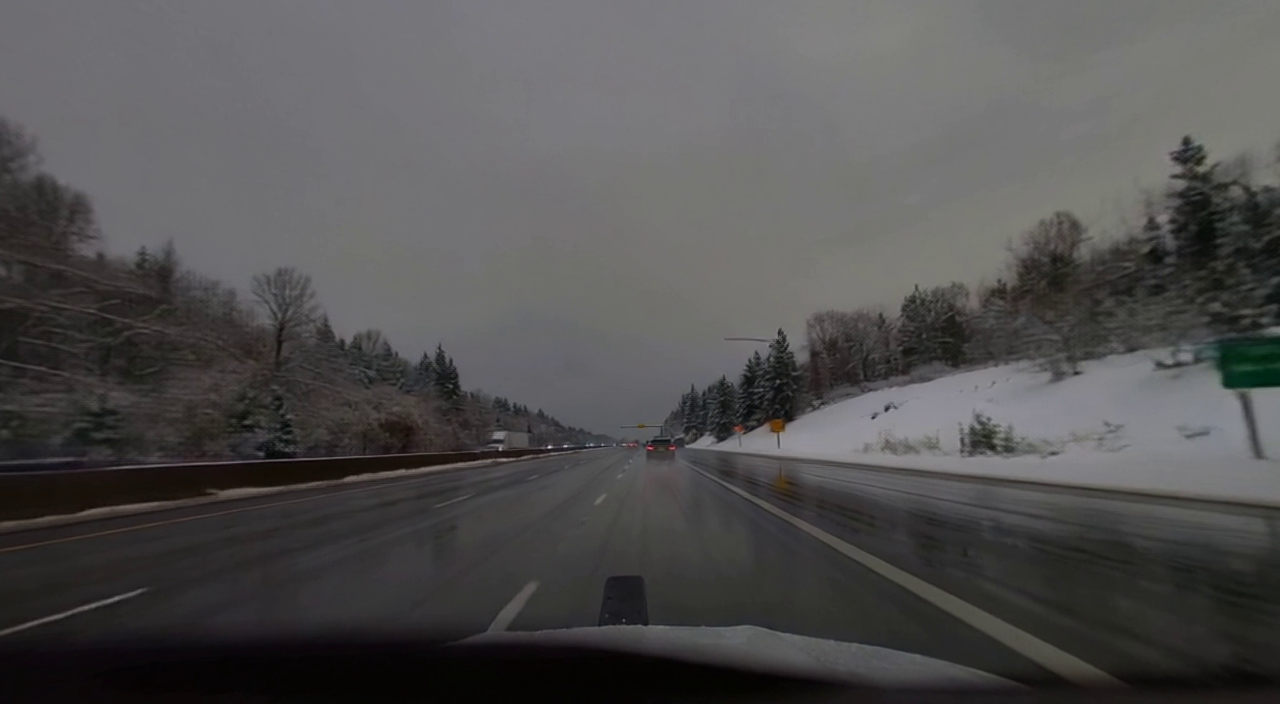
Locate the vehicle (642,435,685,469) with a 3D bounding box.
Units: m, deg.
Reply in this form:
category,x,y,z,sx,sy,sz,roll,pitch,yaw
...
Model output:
category,x,y,z,sx,sy,sz,roll,pitch,yaw
vehicle,1.257,5.579,35.452,2.260,1.766,4.348,0,-8,0
